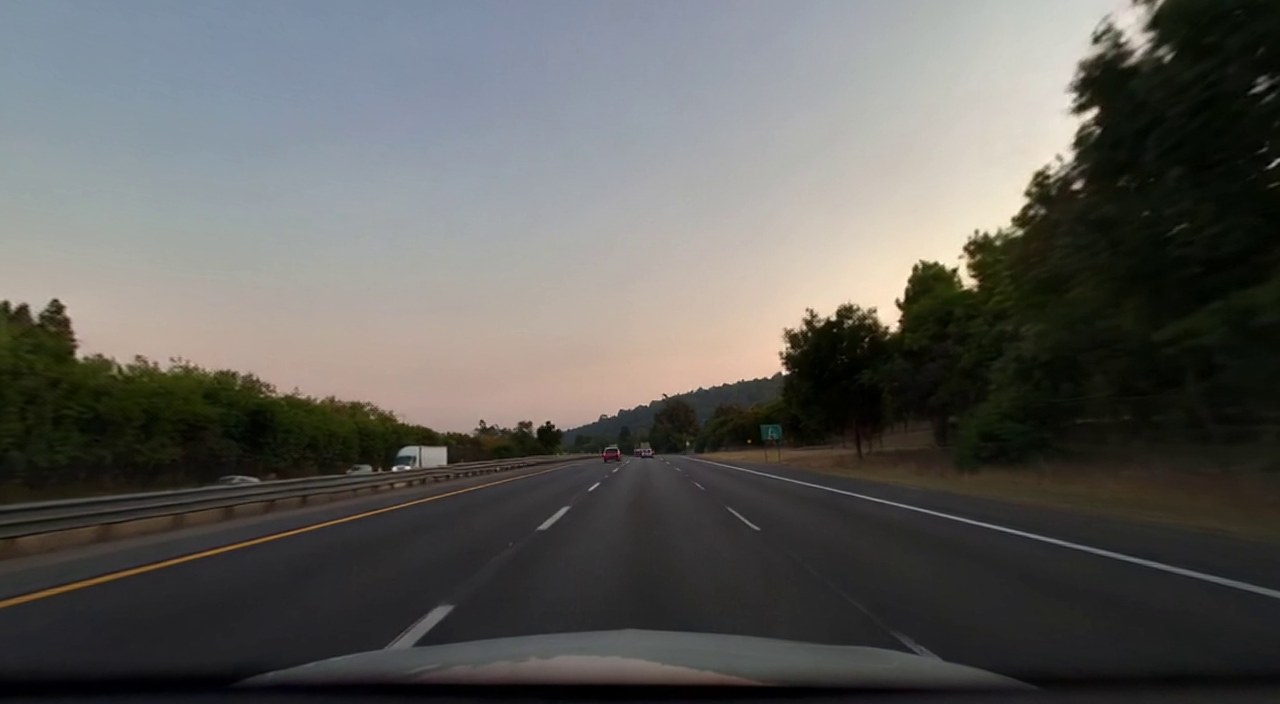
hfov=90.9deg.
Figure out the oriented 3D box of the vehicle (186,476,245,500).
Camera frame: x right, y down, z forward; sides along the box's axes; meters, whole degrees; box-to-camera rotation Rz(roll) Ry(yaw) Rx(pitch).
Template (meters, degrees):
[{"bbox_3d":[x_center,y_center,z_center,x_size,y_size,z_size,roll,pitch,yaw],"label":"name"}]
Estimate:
[{"bbox_3d":[-28.163,9.003,41.910,1.480,1.344,3.328,0,-8,2],"label":"vehicle"}]
